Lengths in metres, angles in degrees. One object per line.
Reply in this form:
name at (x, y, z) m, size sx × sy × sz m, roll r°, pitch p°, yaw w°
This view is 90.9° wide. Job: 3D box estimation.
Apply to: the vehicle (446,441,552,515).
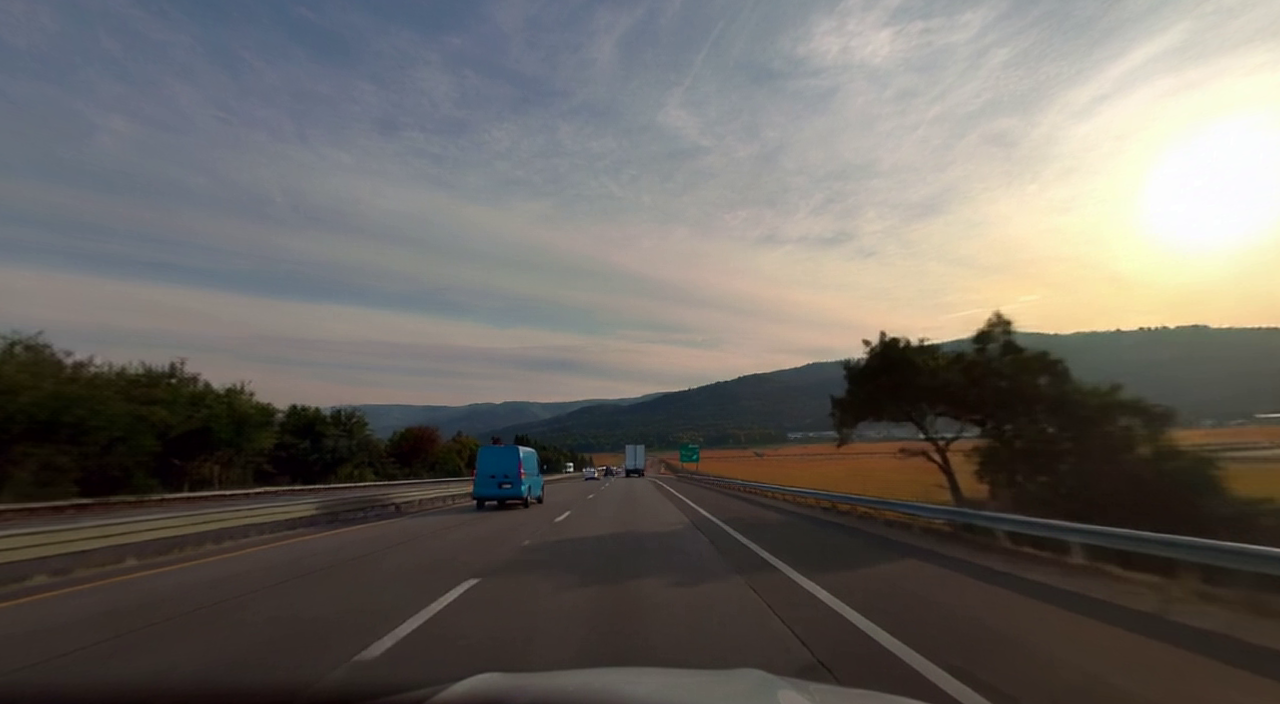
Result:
vehicle at (-4.203, 3.907, 19.762) m, size 2.208 × 1.973 × 4.716 m, roll 1°, pitch -10°, yaw 0°
